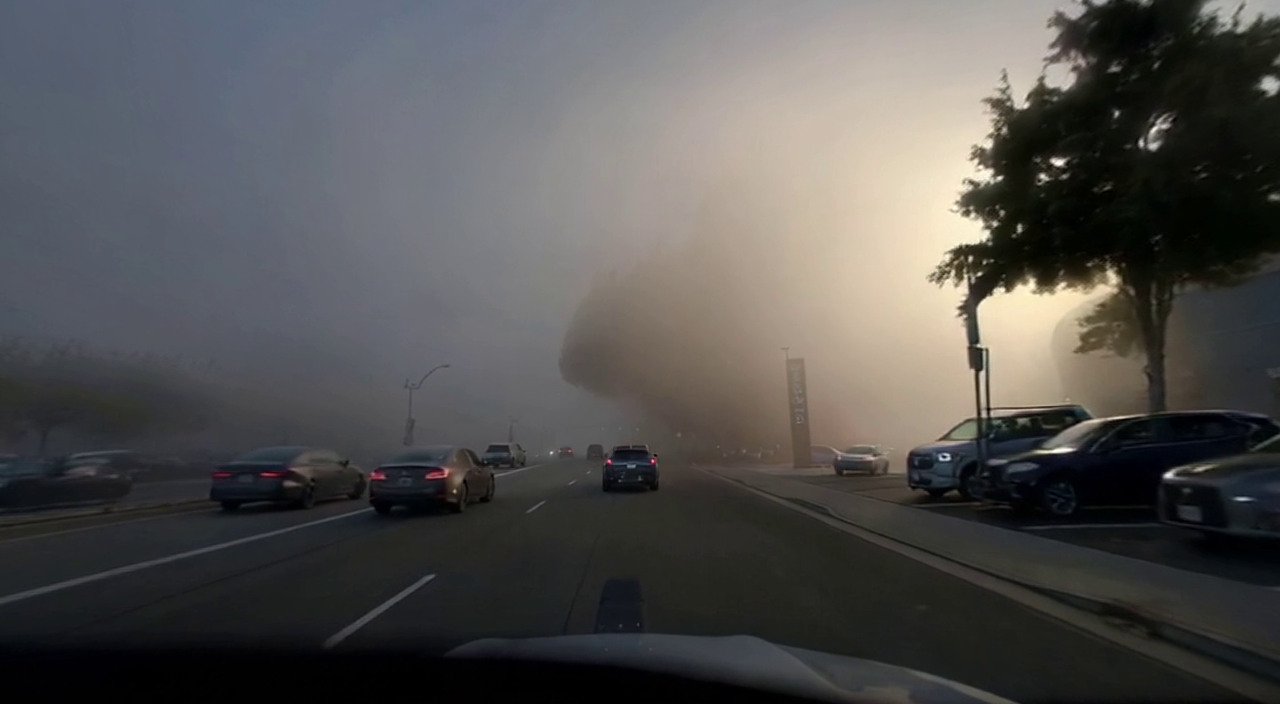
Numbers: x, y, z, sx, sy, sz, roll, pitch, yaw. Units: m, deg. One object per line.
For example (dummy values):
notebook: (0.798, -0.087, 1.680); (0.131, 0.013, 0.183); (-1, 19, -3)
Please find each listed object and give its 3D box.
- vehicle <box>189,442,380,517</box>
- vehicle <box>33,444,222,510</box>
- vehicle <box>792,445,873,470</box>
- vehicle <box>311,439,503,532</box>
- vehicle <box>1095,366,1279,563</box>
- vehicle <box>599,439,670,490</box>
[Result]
vehicle: (-7.939, 2.860, 14.682); (2.009, 1.470, 4.179); (0, -9, 0)
vehicle: (-16.488, 3.984, 20.819); (2.090, 1.850, 5.013); (-1, -9, -1)
vehicle: (13.340, 7.324, 43.971); (4.877, 1.603, 2.197); (0, -9, 0)
vehicle: (-4.226, 2.490, 12.498); (1.973, 1.456, 4.850); (0, -9, 0)
vehicle: (8.764, 1.243, 7.033); (5.526, 1.833, 2.354); (0, -10, -1)
vehicle: (-0.232, 3.584, 20.418); (2.061, 1.469, 3.954); (0, -9, -2)
